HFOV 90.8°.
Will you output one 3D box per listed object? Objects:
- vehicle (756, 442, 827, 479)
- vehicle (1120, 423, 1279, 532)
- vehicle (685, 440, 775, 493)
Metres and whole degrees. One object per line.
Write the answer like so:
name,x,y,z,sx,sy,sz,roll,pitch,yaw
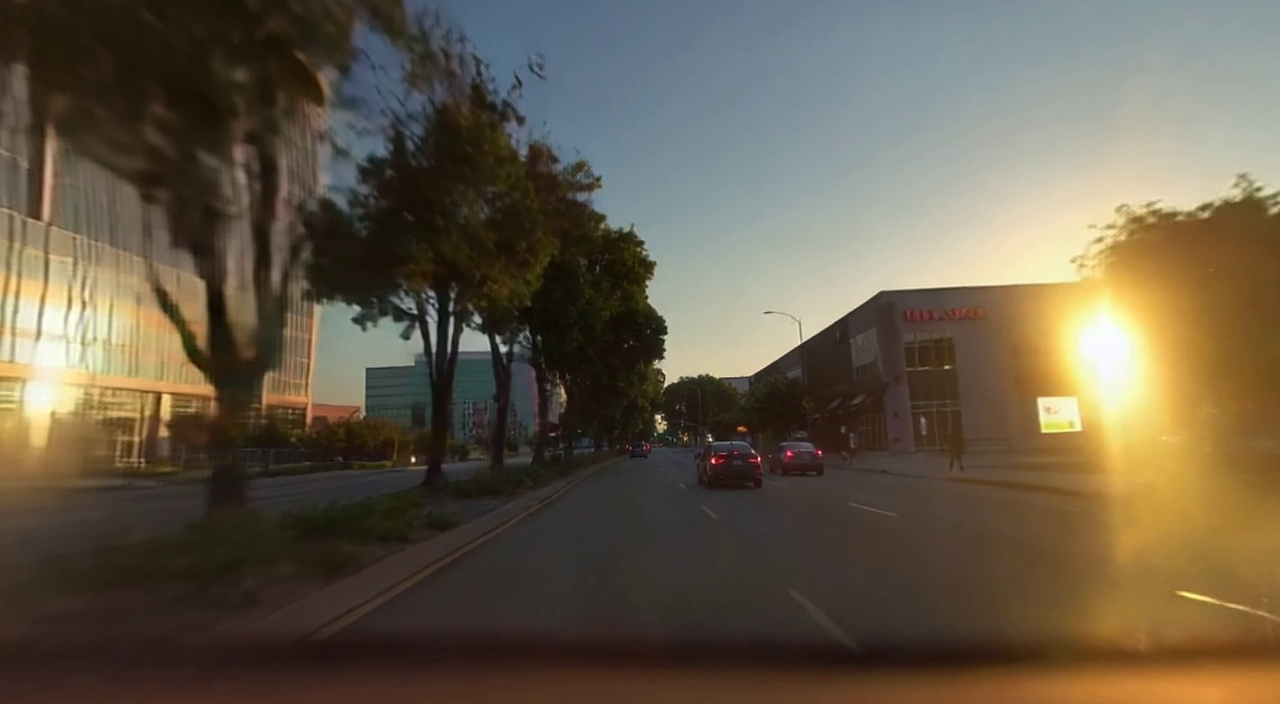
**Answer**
vehicle,6.357,4.570,26.960,1.912,1.411,4.380,0,-8,0
vehicle,9.954,1.831,9.373,2.003,1.511,4.670,0,-8,0
vehicle,2.739,3.598,20.344,2.131,1.491,4.496,0,-8,-1
